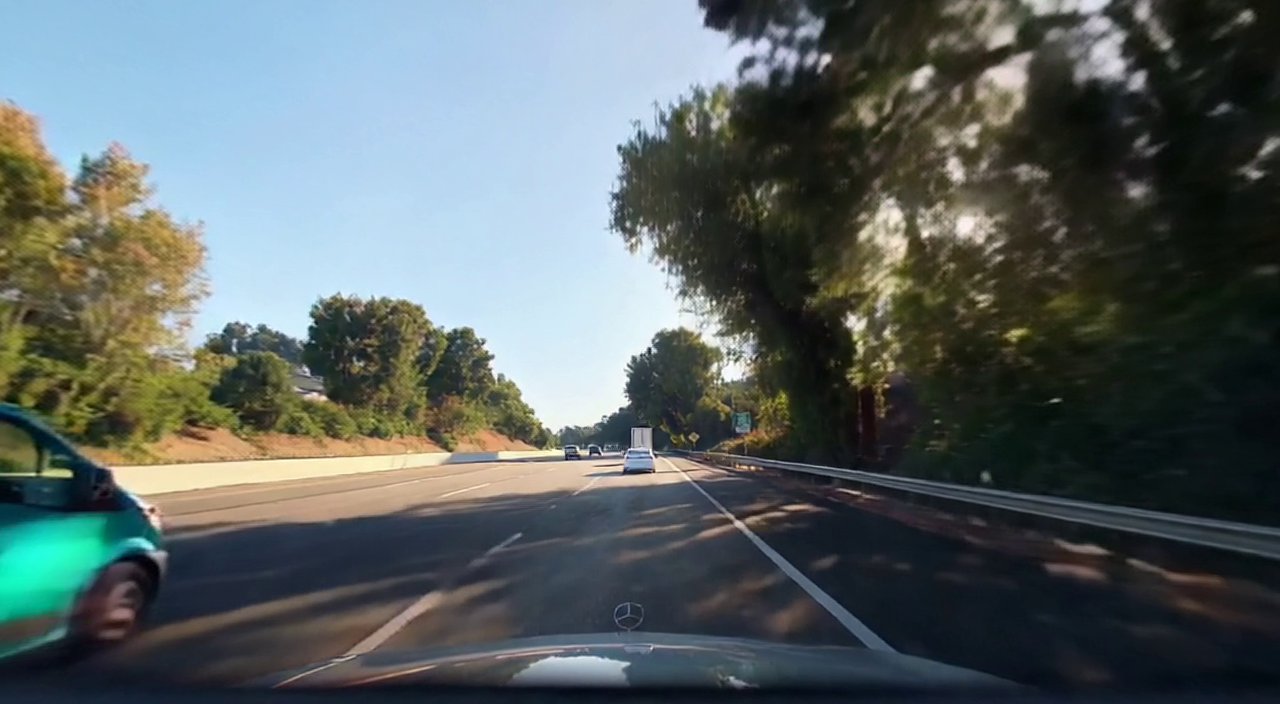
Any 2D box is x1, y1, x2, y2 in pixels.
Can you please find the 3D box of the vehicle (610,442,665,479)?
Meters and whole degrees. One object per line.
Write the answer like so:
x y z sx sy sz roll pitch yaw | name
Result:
-0.077 4.711 27.695 2.238 1.479 3.672 0 -9 1 | vehicle

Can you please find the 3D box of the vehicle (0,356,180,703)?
-4.579 0.765 2.134 2.174 1.862 5.012 0 -9 1 | vehicle
